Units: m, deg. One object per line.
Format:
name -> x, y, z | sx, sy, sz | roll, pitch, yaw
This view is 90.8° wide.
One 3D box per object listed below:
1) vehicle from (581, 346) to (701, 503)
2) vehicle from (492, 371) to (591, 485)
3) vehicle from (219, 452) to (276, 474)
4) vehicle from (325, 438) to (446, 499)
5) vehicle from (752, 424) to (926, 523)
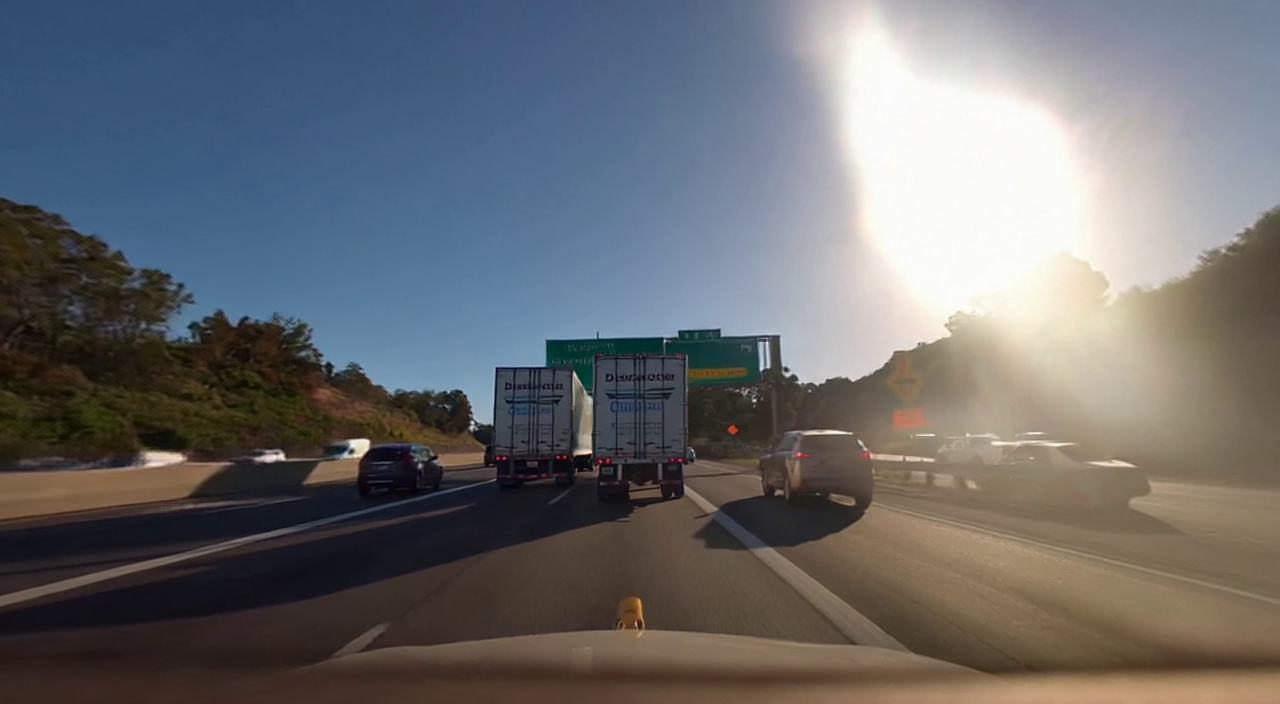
vehicle -> -0.035, 2.473, 20.392 | 2.910, 3.828, 9.805 | 0, -9, -1
vehicle -> -3.979, 3.562, 28.493 | 2.888, 4.154, 10.960 | 0, -9, -1
vehicle -> -28.236, 7.986, 45.540 | 1.719, 1.444, 3.739 | 0, -9, -1
vehicle -> -7.863, 3.623, 20.045 | 2.017, 1.694, 4.420 | 0, -9, -1
vehicle -> 4.004, 2.532, 13.753 | 2.136, 1.753, 4.644 | 0, -9, -2
